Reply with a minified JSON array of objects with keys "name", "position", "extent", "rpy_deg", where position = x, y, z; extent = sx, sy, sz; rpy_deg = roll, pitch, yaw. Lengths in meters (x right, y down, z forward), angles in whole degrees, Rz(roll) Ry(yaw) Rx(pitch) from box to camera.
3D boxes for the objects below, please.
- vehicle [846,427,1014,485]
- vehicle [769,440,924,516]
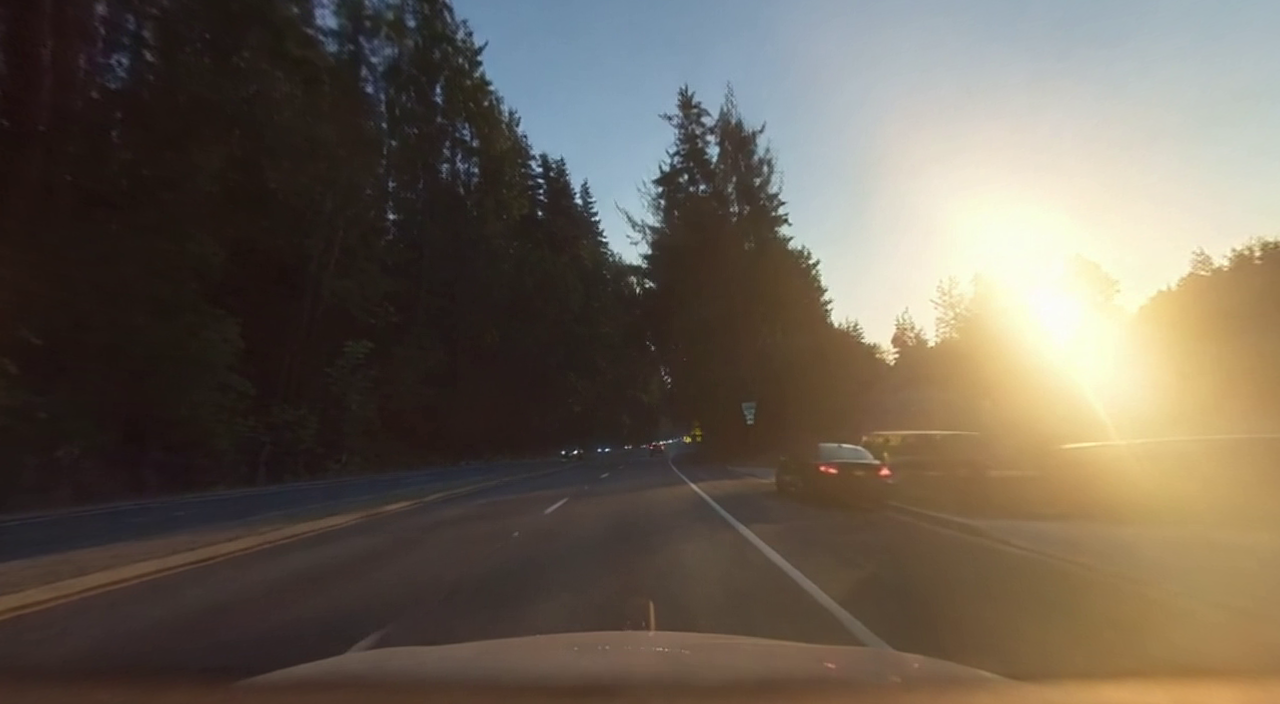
[{"name":"vehicle","position":[10.124,3.674,22.333],"extent":[4.839,1.933,2.215],"rpy_deg":[1,-8,-3]},{"name":"vehicle","position":[4.628,2.878,15.025],"extent":[2.184,1.496,4.615],"rpy_deg":[0,-9,1]}]
